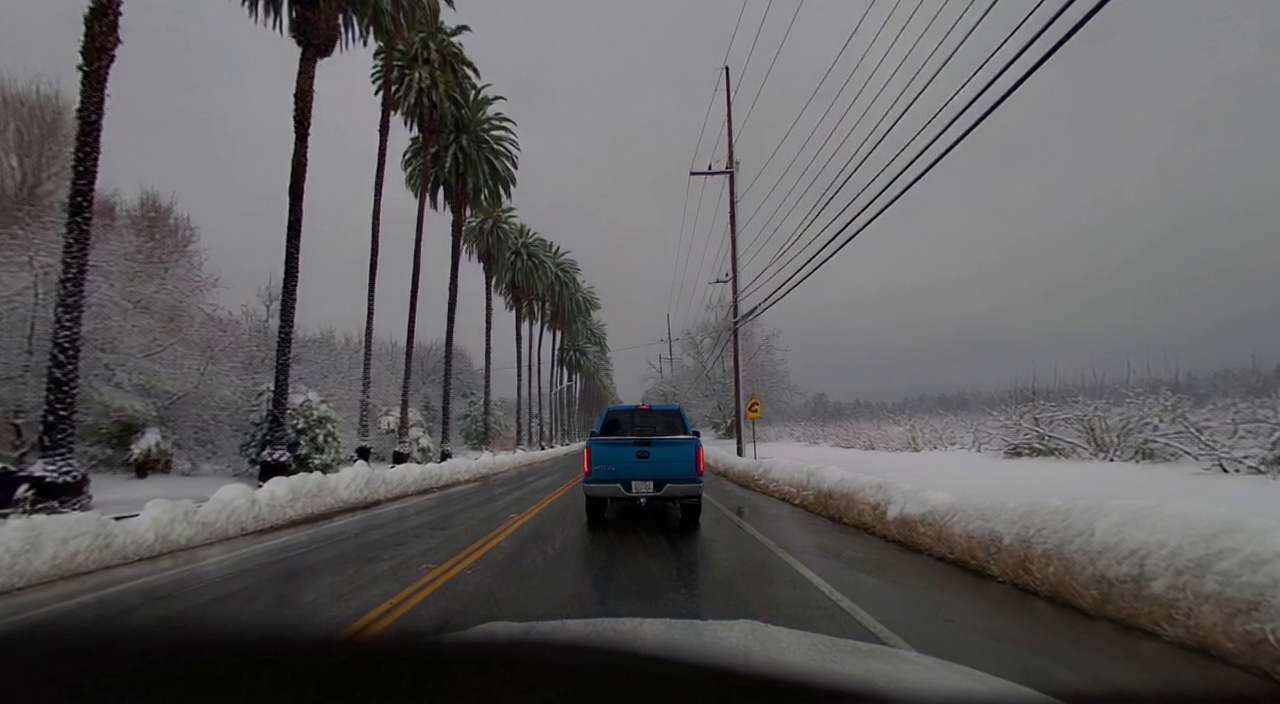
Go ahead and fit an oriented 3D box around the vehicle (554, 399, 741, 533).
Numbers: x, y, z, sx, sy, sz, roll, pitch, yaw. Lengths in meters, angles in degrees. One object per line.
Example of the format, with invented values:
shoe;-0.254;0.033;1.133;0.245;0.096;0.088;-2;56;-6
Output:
vehicle;0.077;2.150;12.463;2.803;2.005;5.885;0;-8;-1
